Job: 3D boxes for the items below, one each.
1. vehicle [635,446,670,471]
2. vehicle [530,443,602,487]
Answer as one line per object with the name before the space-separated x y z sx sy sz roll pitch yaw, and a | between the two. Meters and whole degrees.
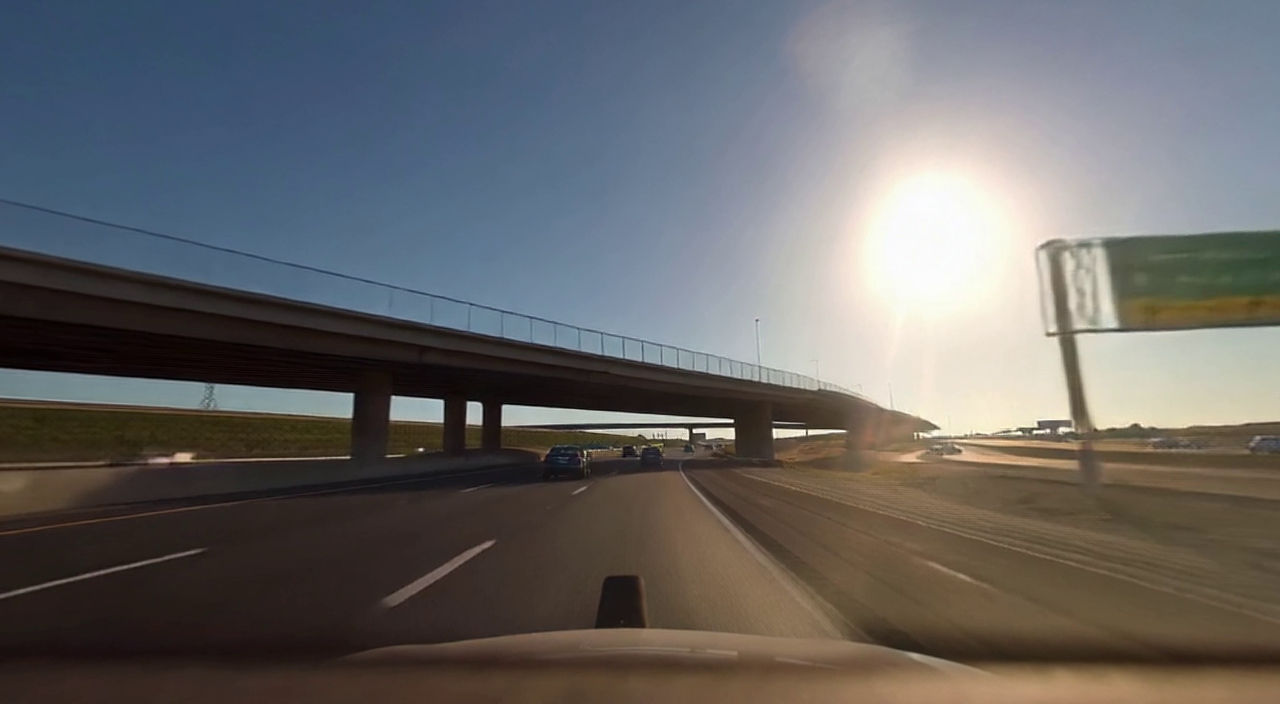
vehicle | 0.820 6.791 40.222 2.129 1.502 4.321 -1 -9 2
vehicle | -2.781 4.362 24.611 2.129 1.563 4.387 -1 -9 2
